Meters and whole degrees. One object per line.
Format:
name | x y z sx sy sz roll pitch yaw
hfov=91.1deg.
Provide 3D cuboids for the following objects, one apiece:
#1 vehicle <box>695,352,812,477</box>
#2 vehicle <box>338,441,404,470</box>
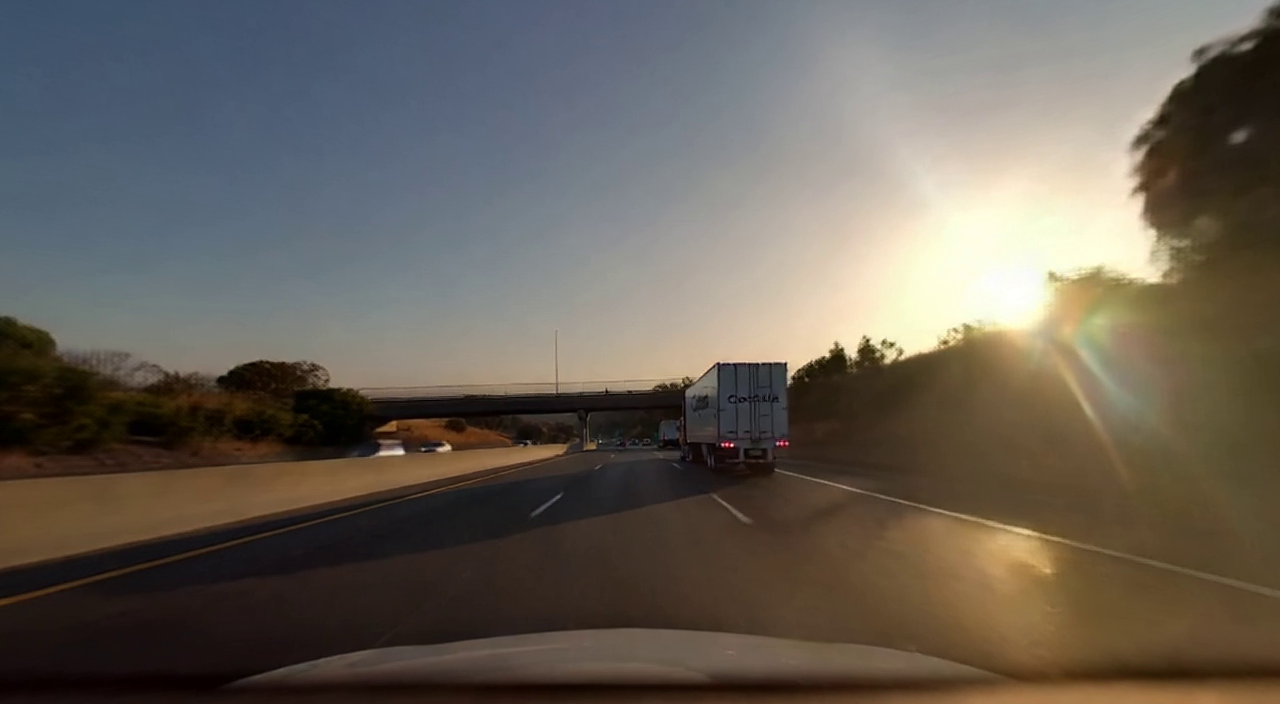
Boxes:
vehicle | 3.974 2.595 24.384 2.840 3.947 8.920 0 -8 0
vehicle | -14.677 5.654 34.512 1.816 1.468 4.357 0 -8 -1
